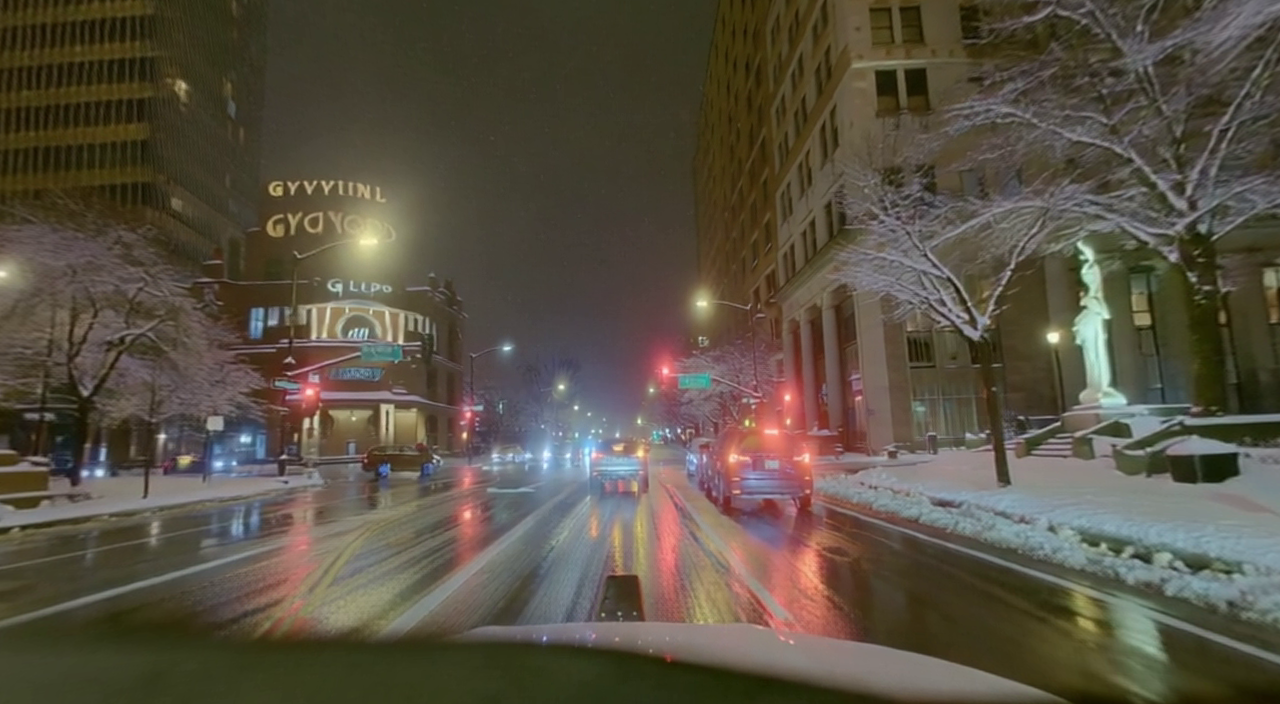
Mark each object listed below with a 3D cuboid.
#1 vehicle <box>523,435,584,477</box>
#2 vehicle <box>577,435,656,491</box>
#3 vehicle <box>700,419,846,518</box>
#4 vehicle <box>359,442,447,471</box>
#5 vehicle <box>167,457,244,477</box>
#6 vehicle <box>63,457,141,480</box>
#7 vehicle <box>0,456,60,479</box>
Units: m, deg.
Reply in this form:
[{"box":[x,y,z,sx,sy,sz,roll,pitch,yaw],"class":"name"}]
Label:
[{"box":[-3.600,4.417,27.143,2.045,1.633,4.864,0,-8,-2],"class":"vehicle"},{"box":[-0.615,3.273,18.966,2.096,1.492,4.071,0,-8,0],"class":"vehicle"},{"box":[2.609,2.432,13.673,2.096,1.775,4.440,0,-9,-1],"class":"vehicle"},{"box":[-15.305,6.752,41.007,4.855,1.769,2.071,0,-9,-4],"class":"vehicle"},{"box":[-32.396,8.571,47.174,4.392,1.427,1.764,0,-9,0],"class":"vehicle"},{"box":[-40.230,8.737,47.293,4.224,1.622,1.808,0,-9,2],"class":"vehicle"},{"box":[-45.770,8.584,46.958,3.671,1.498,1.670,2,-10,4],"class":"vehicle"}]
